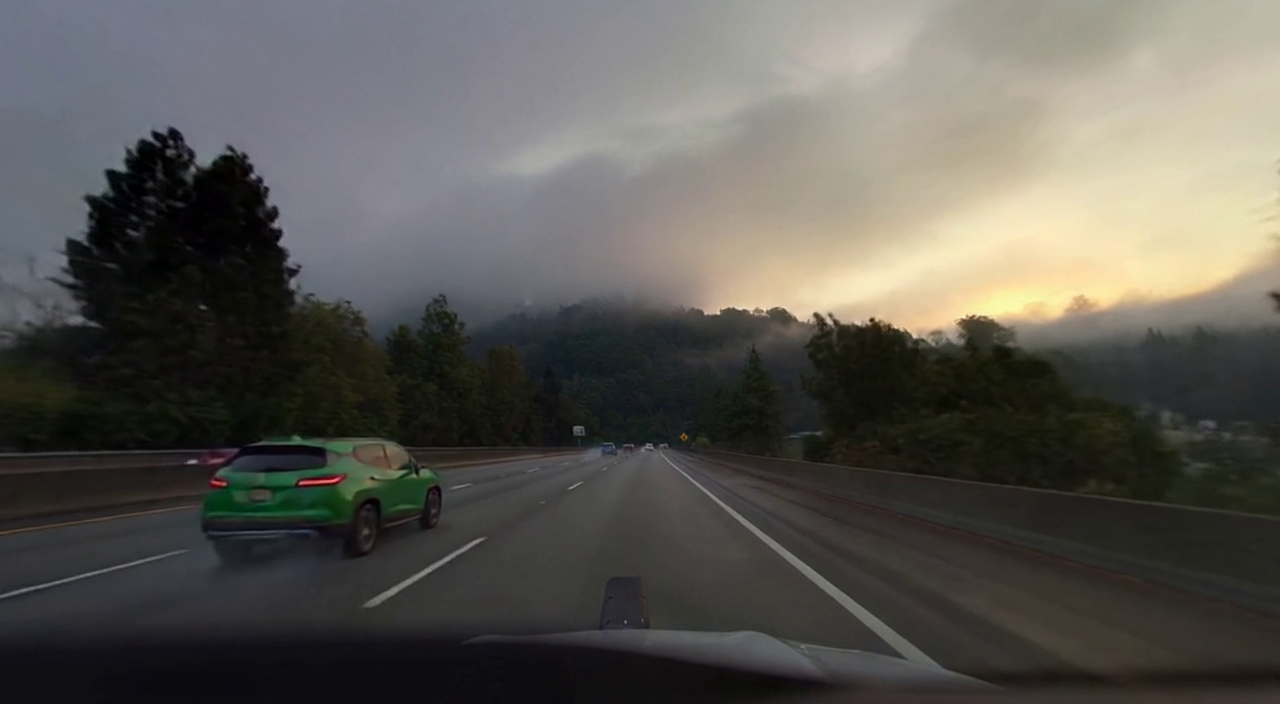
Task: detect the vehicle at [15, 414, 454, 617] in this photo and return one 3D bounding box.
[{"bbox_3d":[-3.763,1.563,7.006,1.993,1.538,4.192,0,-8,2],"label":"vehicle"}]
